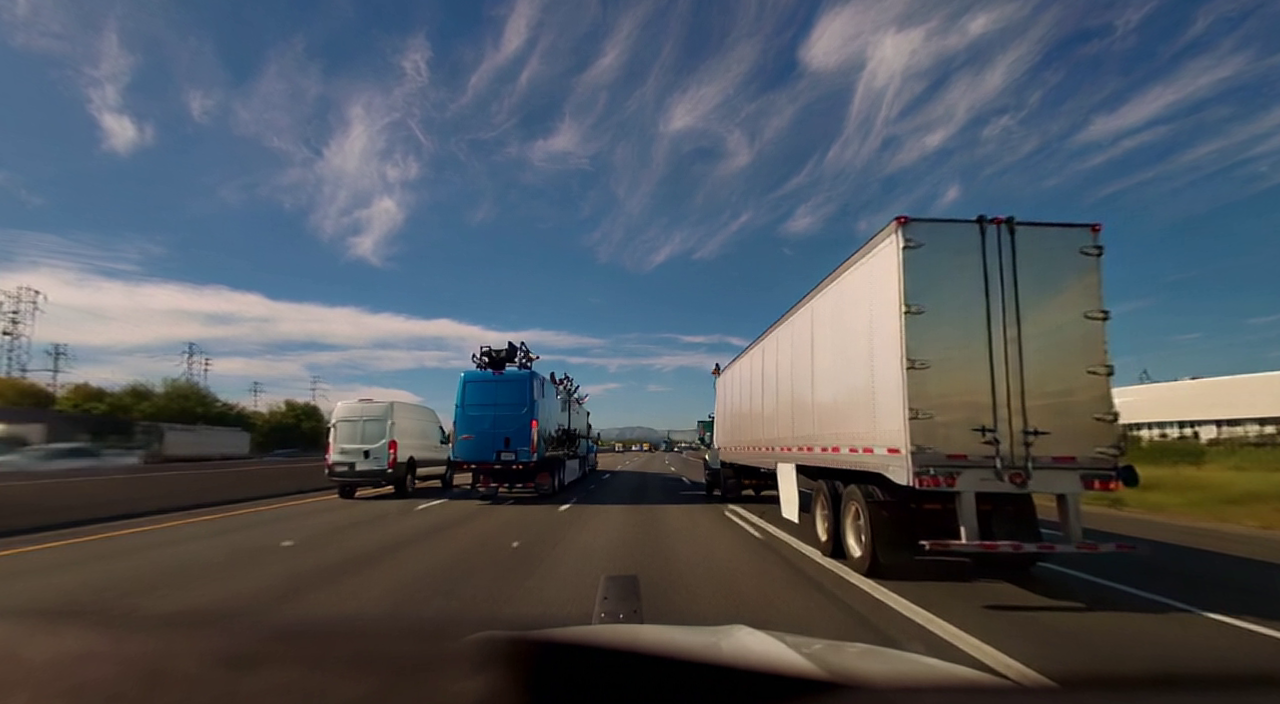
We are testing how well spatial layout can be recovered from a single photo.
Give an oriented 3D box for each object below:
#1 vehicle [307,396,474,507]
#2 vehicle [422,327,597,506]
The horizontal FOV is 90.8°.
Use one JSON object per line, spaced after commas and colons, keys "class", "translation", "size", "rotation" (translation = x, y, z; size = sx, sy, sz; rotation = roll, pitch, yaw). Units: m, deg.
{"class": "vehicle", "translation": [-6.833, 2.846, 18.342], "size": [2.385, 2.672, 6.049], "rotation": [0, -8, 0]}
{"class": "vehicle", "translation": [-3.547, 2.721, 22.729], "size": [2.939, 4.132, 16.303], "rotation": [0, -9, 0]}
